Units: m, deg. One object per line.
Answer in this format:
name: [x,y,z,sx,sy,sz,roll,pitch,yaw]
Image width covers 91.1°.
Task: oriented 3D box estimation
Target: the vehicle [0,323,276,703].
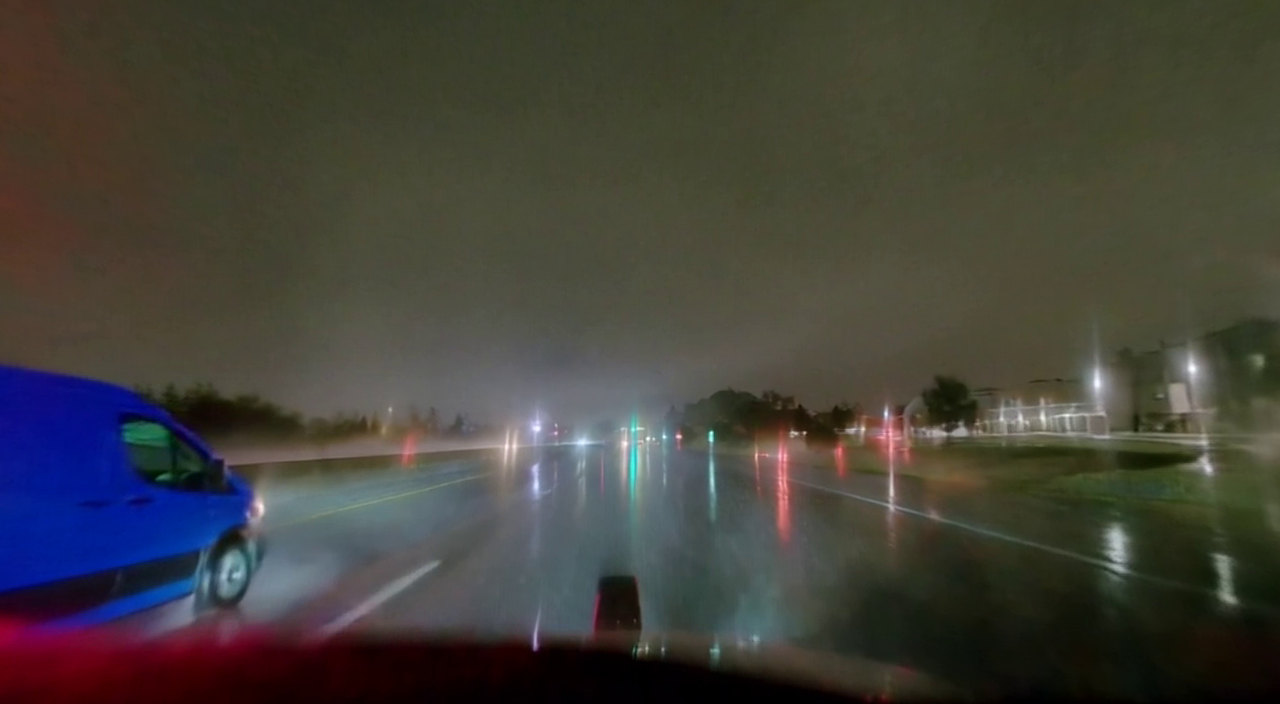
vehicle: [-4.191,0.786,2.993,2.104,1.860,4.853,0,-8,-2]
